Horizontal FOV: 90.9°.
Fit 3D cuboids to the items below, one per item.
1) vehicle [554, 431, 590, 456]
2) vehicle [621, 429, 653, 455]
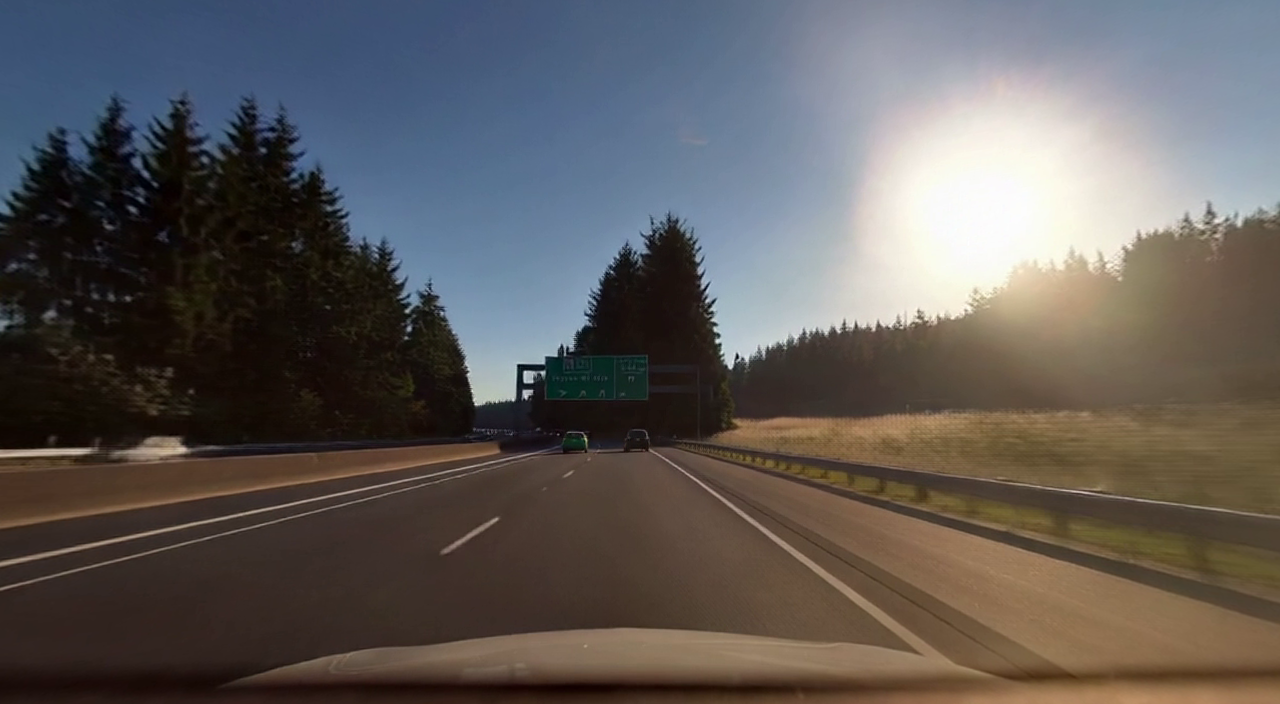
[{"bbox_3d":[-4.546,6.161,42.671,2.055,1.610,4.116,0,-8,0],"label":"vehicle"},{"bbox_3d":[-0.219,6.475,45.517,2.170,1.790,4.490,0,-8,-1],"label":"vehicle"}]
